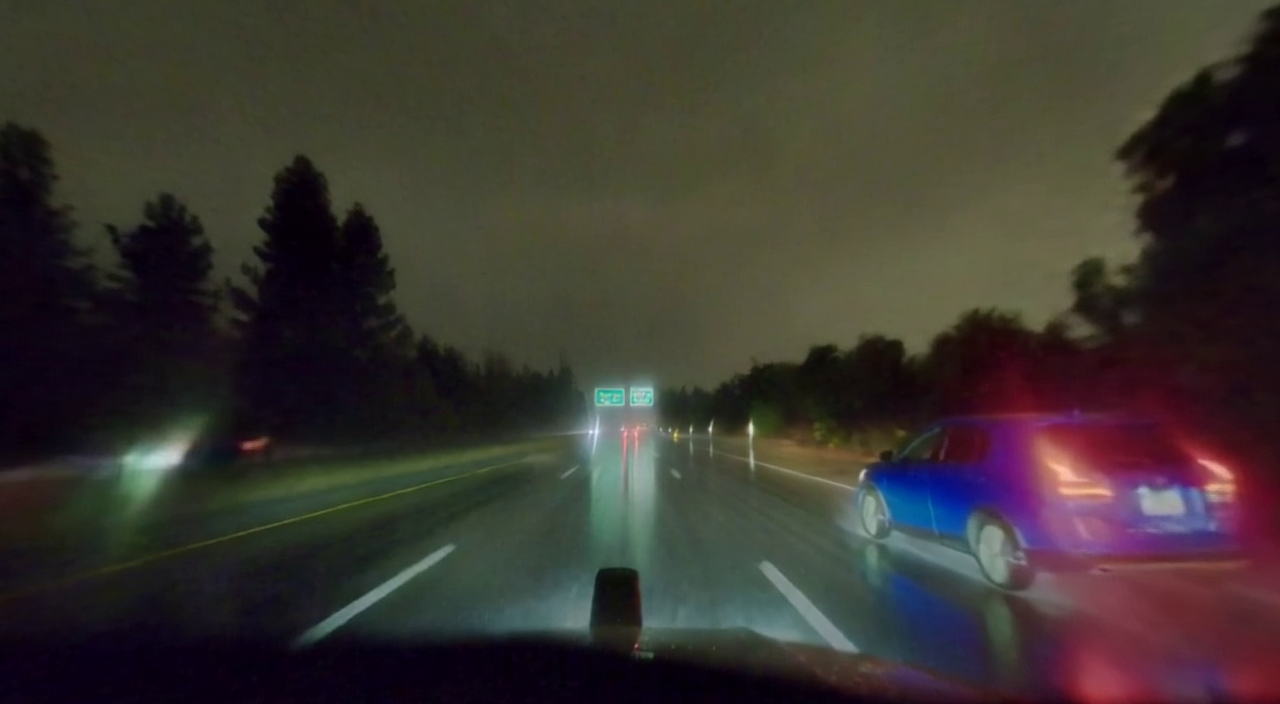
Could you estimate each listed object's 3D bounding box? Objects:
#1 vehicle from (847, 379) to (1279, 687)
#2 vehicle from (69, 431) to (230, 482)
[{"bbox_3d":[3.431,1.189,5.268,1.973,1.563,3.959,0,-8,-1],"label":"vehicle"},{"bbox_3d":[-16.738,3.555,21.817,1.949,1.594,4.508,0,-8,0],"label":"vehicle"}]
